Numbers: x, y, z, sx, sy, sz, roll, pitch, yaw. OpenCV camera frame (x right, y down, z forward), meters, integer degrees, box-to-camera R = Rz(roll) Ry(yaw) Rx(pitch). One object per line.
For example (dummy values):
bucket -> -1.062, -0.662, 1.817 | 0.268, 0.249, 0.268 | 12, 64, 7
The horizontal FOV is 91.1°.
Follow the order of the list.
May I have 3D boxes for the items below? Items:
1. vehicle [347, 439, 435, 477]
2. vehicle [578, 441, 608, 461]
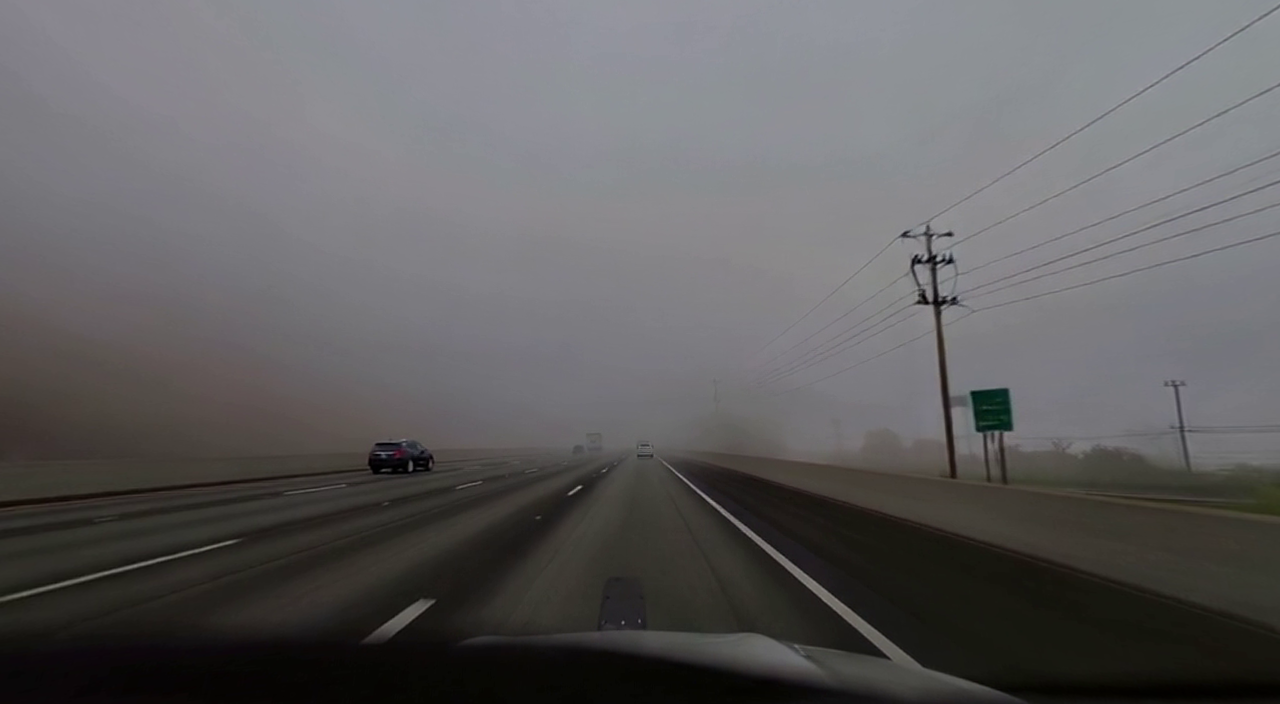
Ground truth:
vehicle -> -10.924, 4.663, 27.946 | 1.955, 1.496, 4.732 | 0, -8, 1
vehicle -> -3.614, 7.741, 49.156 | 2.046, 1.478, 4.111 | 0, -8, 0
